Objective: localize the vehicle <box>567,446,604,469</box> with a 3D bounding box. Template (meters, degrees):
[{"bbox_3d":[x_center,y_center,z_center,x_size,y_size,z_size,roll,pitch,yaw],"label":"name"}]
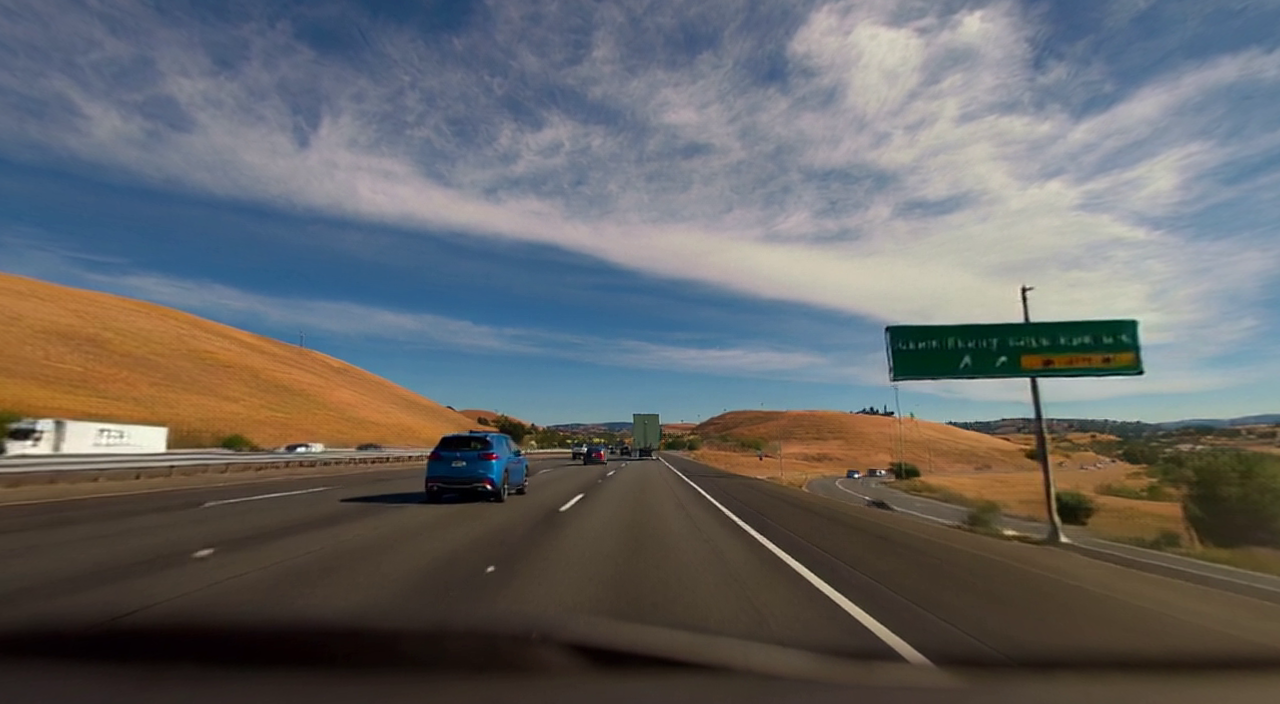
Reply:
[{"bbox_3d":[-3.763,7.379,44.202,2.101,1.476,4.471,0,-9,1],"label":"vehicle"}]

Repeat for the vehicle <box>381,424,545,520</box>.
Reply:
[{"bbox_3d":[-3.644,2.585,14.088,2.194,1.725,4.698,0,-9,1],"label":"vehicle"}]
